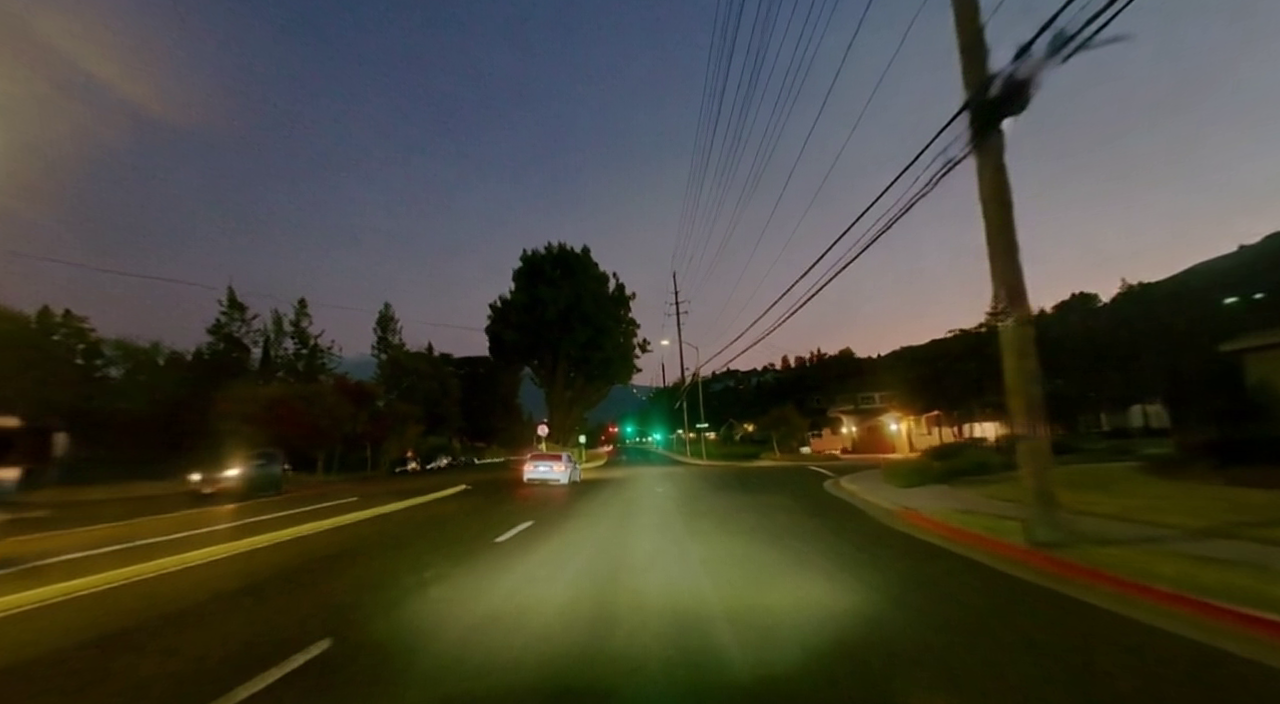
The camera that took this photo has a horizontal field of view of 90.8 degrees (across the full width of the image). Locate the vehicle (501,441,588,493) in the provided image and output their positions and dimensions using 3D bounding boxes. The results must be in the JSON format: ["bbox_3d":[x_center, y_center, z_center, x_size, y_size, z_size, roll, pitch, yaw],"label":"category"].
[{"bbox_3d":[-2.966,3.669,20.647,2.041,1.471,4.602,0,-8,1],"label":"vehicle"}]

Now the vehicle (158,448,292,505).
[{"bbox_3d":[-14.330,4.261,22.188,1.942,1.732,4.376,1,-8,-4],"label":"vehicle"}]
